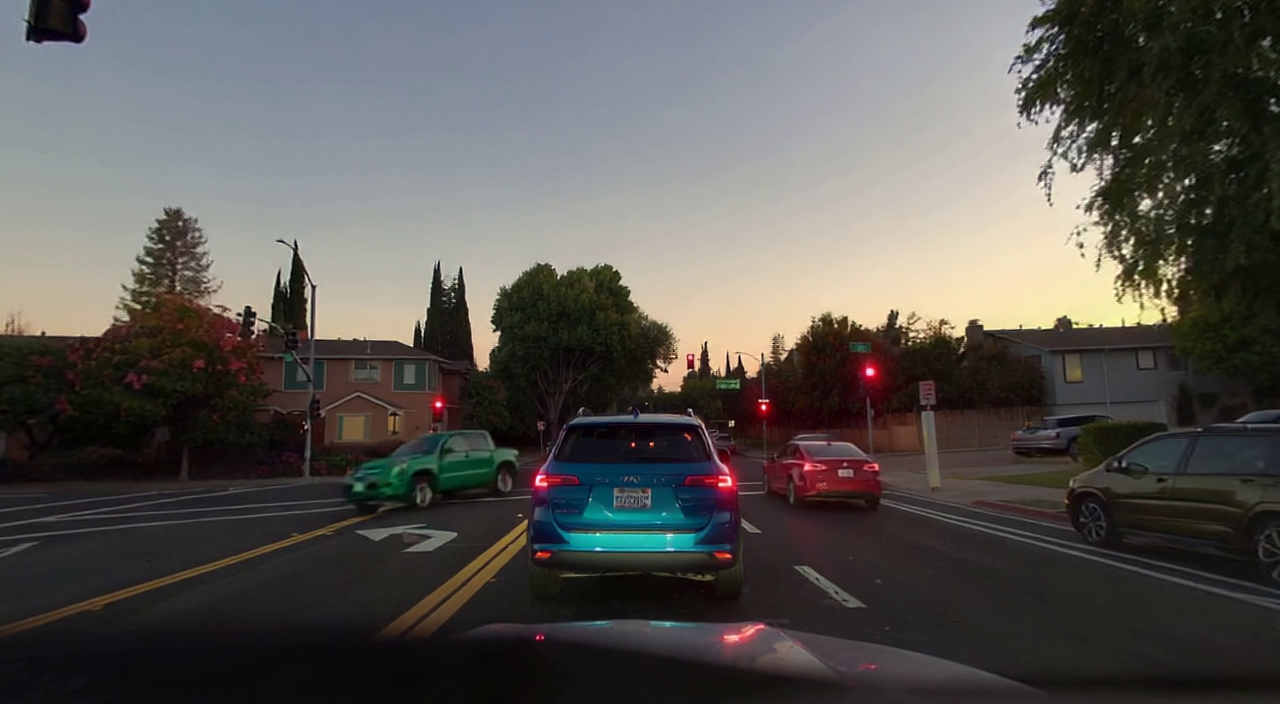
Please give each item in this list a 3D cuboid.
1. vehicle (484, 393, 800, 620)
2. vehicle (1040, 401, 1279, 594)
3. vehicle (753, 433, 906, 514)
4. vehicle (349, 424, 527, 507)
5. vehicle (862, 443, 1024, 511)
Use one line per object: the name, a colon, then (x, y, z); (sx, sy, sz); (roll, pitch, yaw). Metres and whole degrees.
vehicle: (0.042, 1.464, 6.914); (2.322, 1.667, 4.367); (0, -8, 1)
vehicle: (7.022, 1.534, 7.049); (1.989, 1.791, 4.735); (0, -8, 1)
vehicle: (4.048, 2.665, 14.426); (2.077, 1.527, 4.755); (0, -8, 1)
vehicle: (-4.921, 2.843, 16.310); (2.059, 1.797, 4.824); (-2, -9, 15)
vehicle: (7.293, 3.010, 15.794); (1.860, 1.436, 4.479); (0, -8, 0)
